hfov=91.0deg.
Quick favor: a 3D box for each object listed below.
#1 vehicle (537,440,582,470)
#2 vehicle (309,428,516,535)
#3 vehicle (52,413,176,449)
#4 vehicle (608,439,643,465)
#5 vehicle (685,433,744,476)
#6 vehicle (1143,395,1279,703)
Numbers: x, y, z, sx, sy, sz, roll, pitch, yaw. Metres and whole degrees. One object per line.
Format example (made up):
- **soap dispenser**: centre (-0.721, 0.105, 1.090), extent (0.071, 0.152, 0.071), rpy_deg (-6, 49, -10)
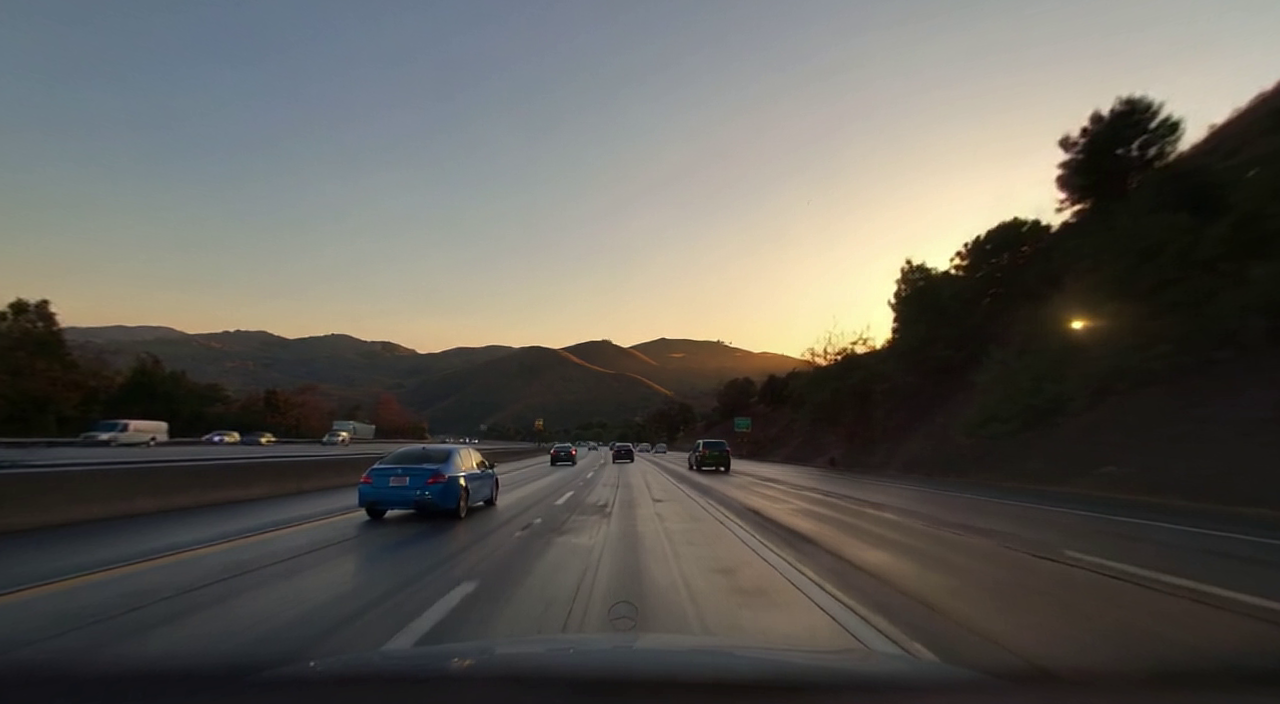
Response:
- **vehicle**: centre (-4.124, 5.356, 32.824), extent (1.796, 1.464, 3.839), rpy_deg (0, -9, 0)
- **vehicle**: centre (-3.686, 2.177, 11.189), extent (1.993, 1.500, 4.248), rpy_deg (0, -9, 1)
- **vehicle**: centre (-36.355, 5.591, 43.944), extent (2.560, 2.239, 7.013), rpy_deg (0, -9, 0)
- **vehicle**: centre (-0.872, 6.356, 40.051), extent (2.147, 1.572, 4.094), rpy_deg (0, -9, 0)
- **vehicle**: centre (3.429, 4.861, 30.056), extent (2.222, 1.820, 4.733), rpy_deg (0, -9, 0)
- **vehicle**: centre (3.401, 0.656, 0.514), extent (2.136, 1.511, 4.706), rpy_deg (0, -9, 1)
